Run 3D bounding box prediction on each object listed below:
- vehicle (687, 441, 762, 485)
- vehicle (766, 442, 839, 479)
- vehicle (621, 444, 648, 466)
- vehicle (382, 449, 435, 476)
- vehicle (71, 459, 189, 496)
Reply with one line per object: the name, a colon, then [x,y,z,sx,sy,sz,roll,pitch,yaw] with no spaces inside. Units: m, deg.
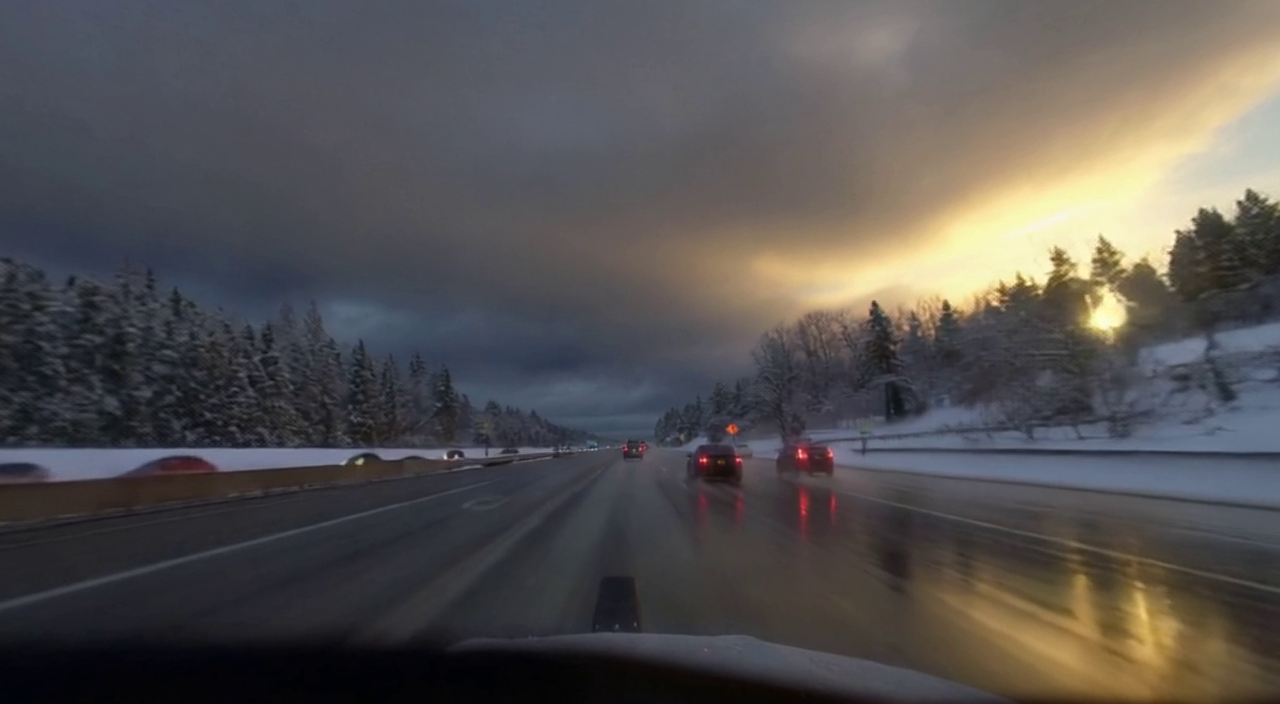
vehicle: [3.082,4.157,24.032,2.076,1.472,4.562,0,-9,-2]
vehicle: [7.076,4.782,28.069,1.946,1.497,4.467,0,-9,-2]
vehicle: [-0.474,7.944,48.942,2.029,1.595,4.207,0,-9,-2]
vehicle: [-16.142,7.687,44.313,1.941,1.673,5.093,1,-8,-2]
vehicle: [-23.263,5.702,29.059,1.792,1.469,4.427,0,-9,-1]
